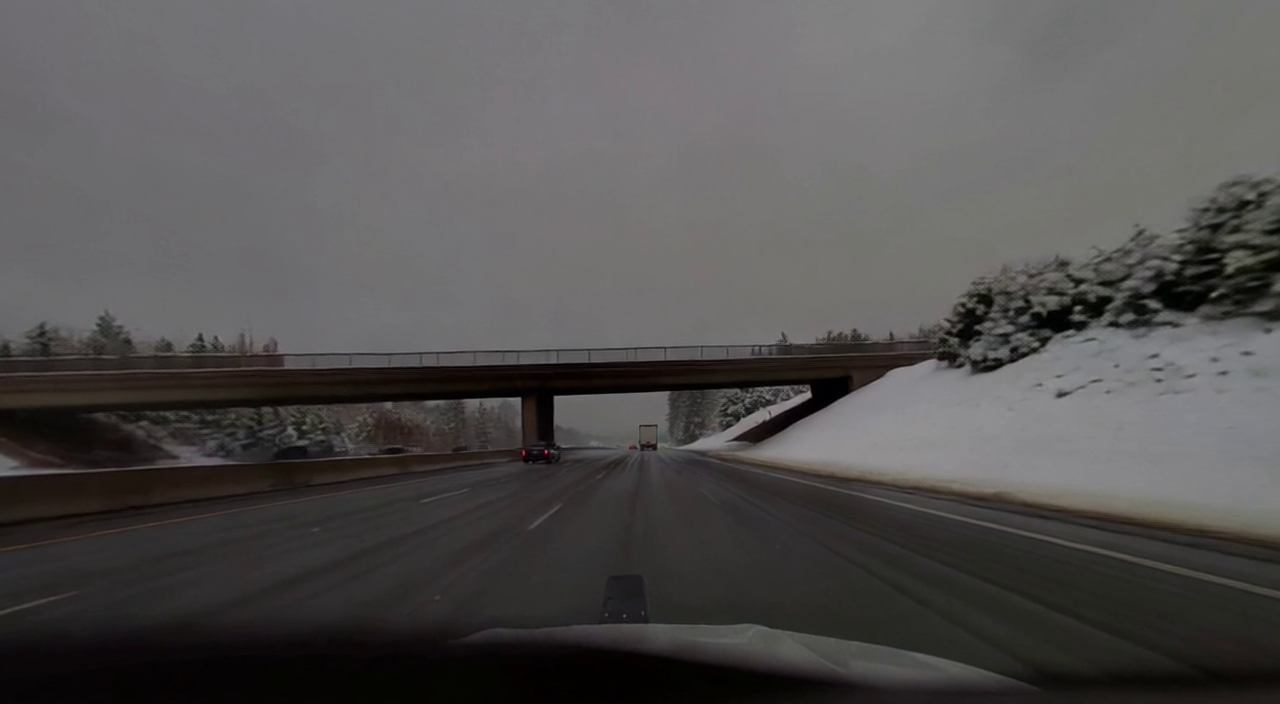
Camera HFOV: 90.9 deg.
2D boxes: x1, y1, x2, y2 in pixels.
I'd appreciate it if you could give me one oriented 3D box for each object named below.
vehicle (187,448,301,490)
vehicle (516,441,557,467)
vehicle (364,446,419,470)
[{"bbox_3d":[-16.317,4.799,26.291,1.886,1.531,4.331,0,-8,1],"label":"vehicle"},{"bbox_3d":[-7.101,7.032,43.628,1.981,1.685,4.171,0,-8,1],"label":"vehicle"},{"bbox_3d":[-17.928,7.640,45.745,1.890,1.623,4.607,-1,-8,3],"label":"vehicle"}]
